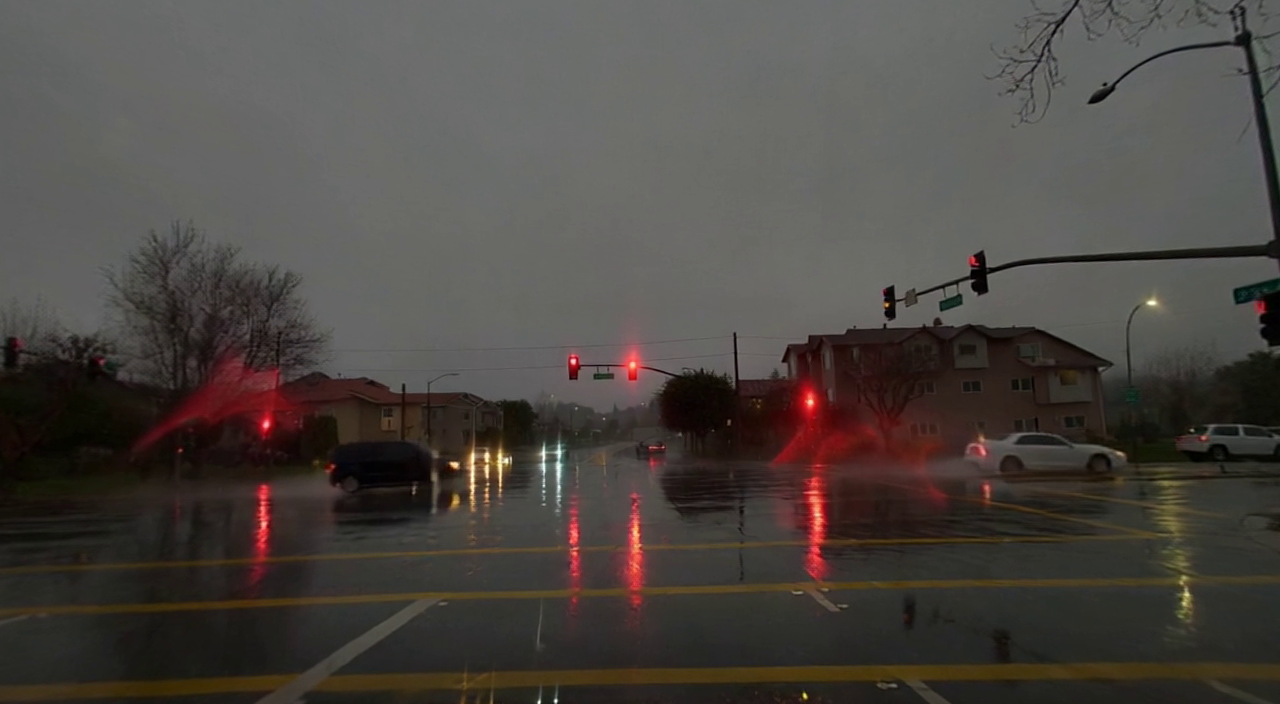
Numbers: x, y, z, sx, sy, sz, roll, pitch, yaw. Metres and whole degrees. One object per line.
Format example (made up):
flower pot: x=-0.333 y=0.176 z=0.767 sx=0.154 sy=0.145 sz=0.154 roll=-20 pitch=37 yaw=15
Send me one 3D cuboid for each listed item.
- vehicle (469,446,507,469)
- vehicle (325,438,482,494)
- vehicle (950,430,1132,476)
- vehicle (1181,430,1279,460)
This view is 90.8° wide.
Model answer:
vehicle: x=-10.736 y=7.449 z=44.782 sx=1.881 sy=1.509 sz=3.377 roll=0 pitch=-9 yaw=0
vehicle: x=-7.758 y=3.769 z=21.099 sx=4.431 sy=1.739 sz=1.935 roll=0 pitch=-9 yaw=1
vehicle: x=13.564 y=3.427 z=21.607 sx=4.823 sy=1.449 sz=2.017 roll=0 pitch=-9 yaw=0
vehicle: x=31.336 y=4.880 z=33.040 sx=4.318 sy=1.488 sz=1.870 roll=0 pitch=-9 yaw=-1
